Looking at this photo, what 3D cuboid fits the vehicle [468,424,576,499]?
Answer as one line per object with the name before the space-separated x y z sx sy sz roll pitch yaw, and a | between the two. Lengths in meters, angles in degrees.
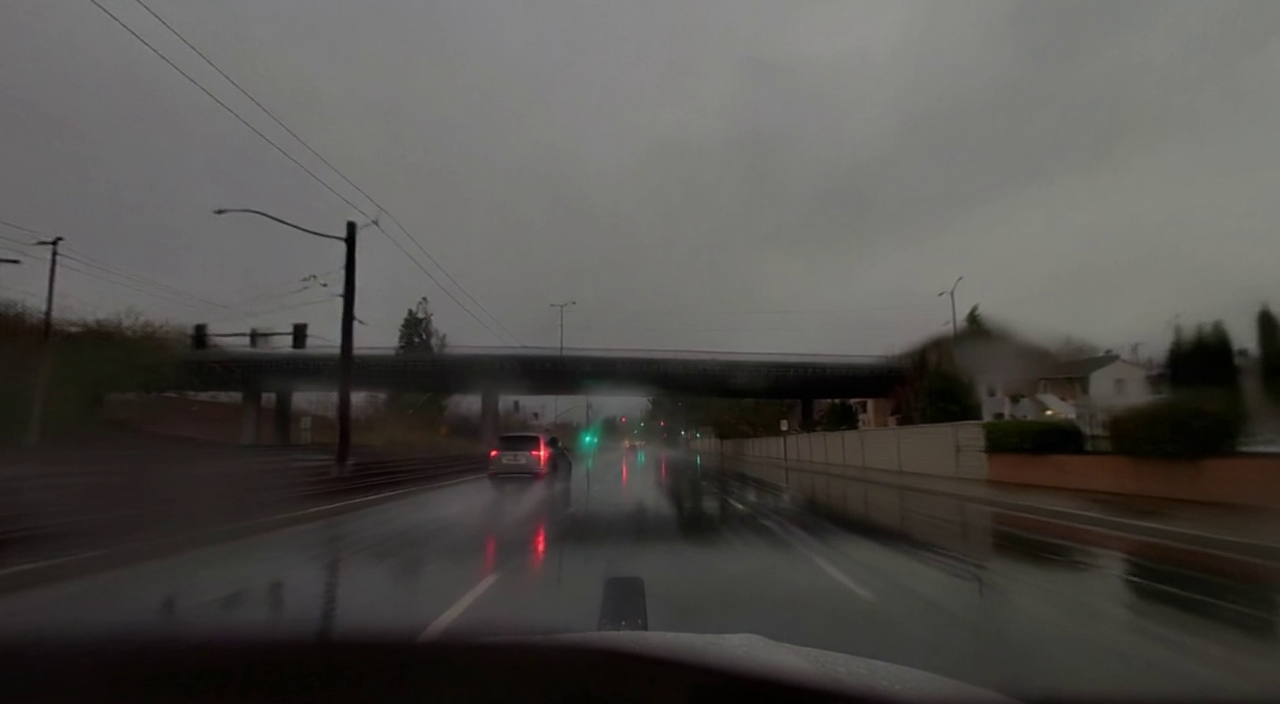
vehicle | -2.939 2.842 16.621 1.882 1.704 4.335 0 -8 2
